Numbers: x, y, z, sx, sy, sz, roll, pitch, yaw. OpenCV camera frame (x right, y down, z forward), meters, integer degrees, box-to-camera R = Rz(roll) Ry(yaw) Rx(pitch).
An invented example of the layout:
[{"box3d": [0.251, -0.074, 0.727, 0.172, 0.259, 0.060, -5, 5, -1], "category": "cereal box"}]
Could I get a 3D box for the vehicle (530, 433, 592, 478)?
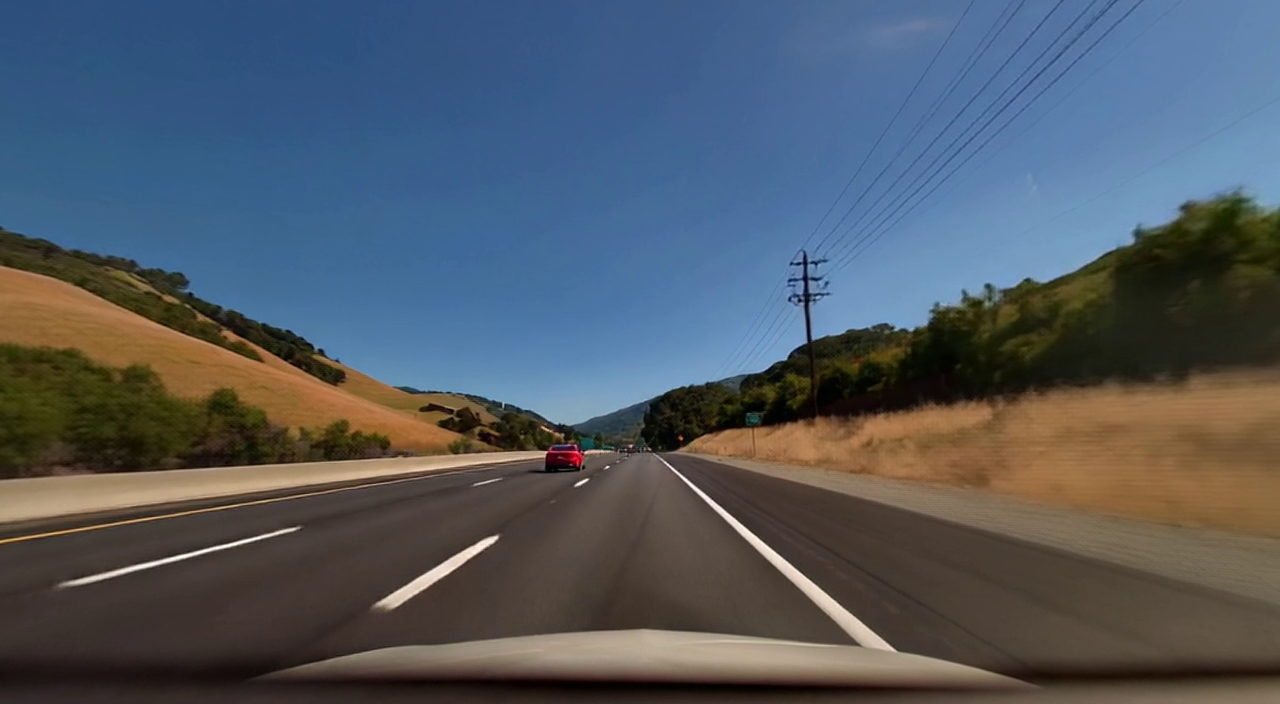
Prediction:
[{"box3d": [-3.503, 4.704, 28.889, 2.136, 1.845, 4.515, 0, -8, 1], "category": "vehicle"}]
